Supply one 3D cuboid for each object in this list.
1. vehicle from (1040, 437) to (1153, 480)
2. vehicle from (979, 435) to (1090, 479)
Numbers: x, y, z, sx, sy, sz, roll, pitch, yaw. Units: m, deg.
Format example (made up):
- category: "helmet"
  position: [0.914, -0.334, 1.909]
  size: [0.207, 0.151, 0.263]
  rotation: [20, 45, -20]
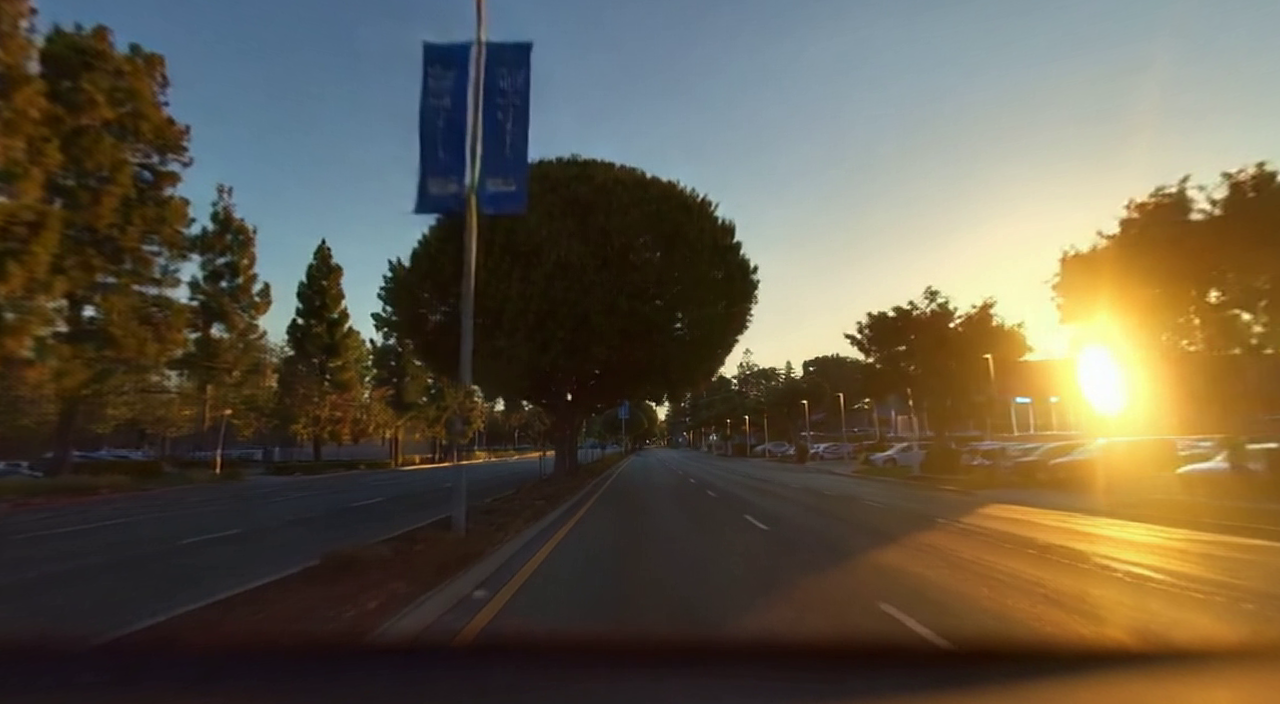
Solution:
- category: "vehicle"
  position: [19.521, 4.523, 27.205]
  size: [1.859, 1.643, 4.091]
  rotation: [-1, -7, 1]
- category: "vehicle"
  position: [17.001, 4.509, 27.459]
  size: [1.882, 1.699, 4.367]
  rotation: [-1, -8, -1]
